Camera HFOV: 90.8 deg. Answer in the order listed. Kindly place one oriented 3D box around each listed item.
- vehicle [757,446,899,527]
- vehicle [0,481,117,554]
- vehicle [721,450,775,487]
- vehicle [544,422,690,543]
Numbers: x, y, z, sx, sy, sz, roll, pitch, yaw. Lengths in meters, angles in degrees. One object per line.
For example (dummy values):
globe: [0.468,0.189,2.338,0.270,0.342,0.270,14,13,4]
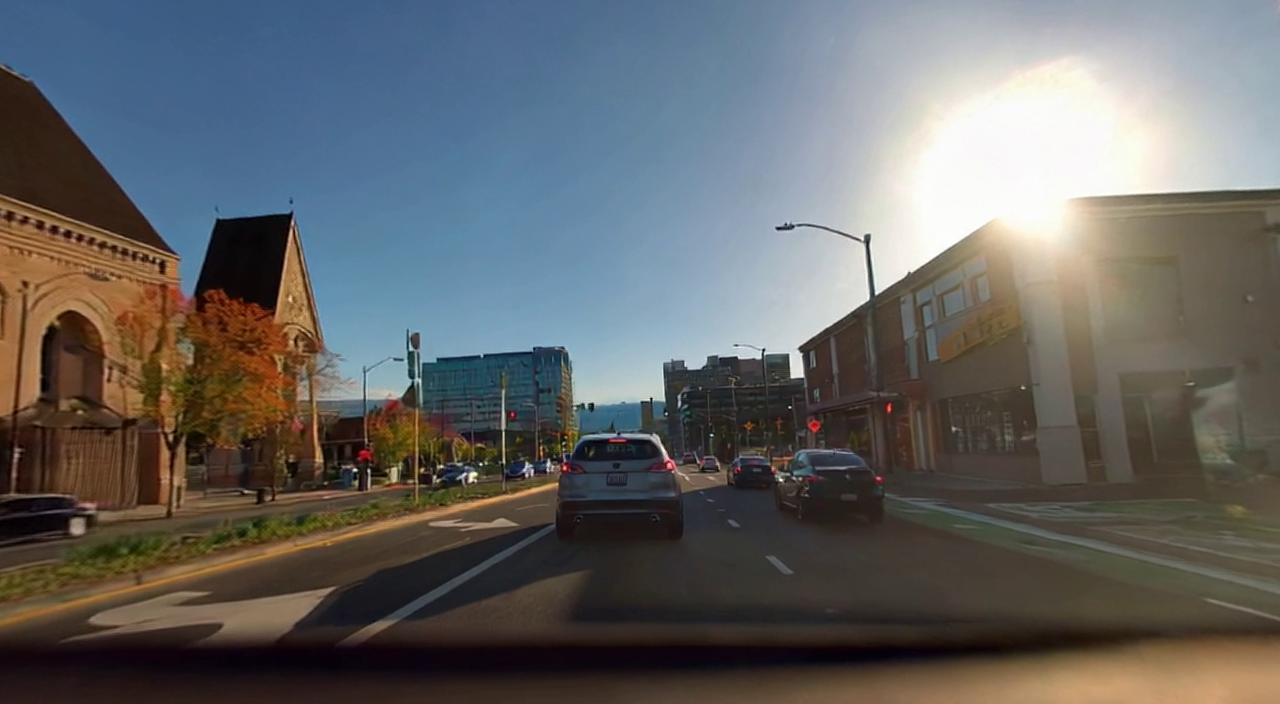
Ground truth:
vehicle: [3.902,2.829,13.976,1.883,1.472,4.471,-1,-9,2]
vehicle: [-16.127,4.154,15.836,1.901,1.532,4.733,0,-9,1]
vehicle: [4.794,5.214,28.603,1.890,1.491,4.166,-1,-9,2]
vehicle: [-0.252,2.266,11.548,2.168,1.776,4.135,-1,-9,3]
